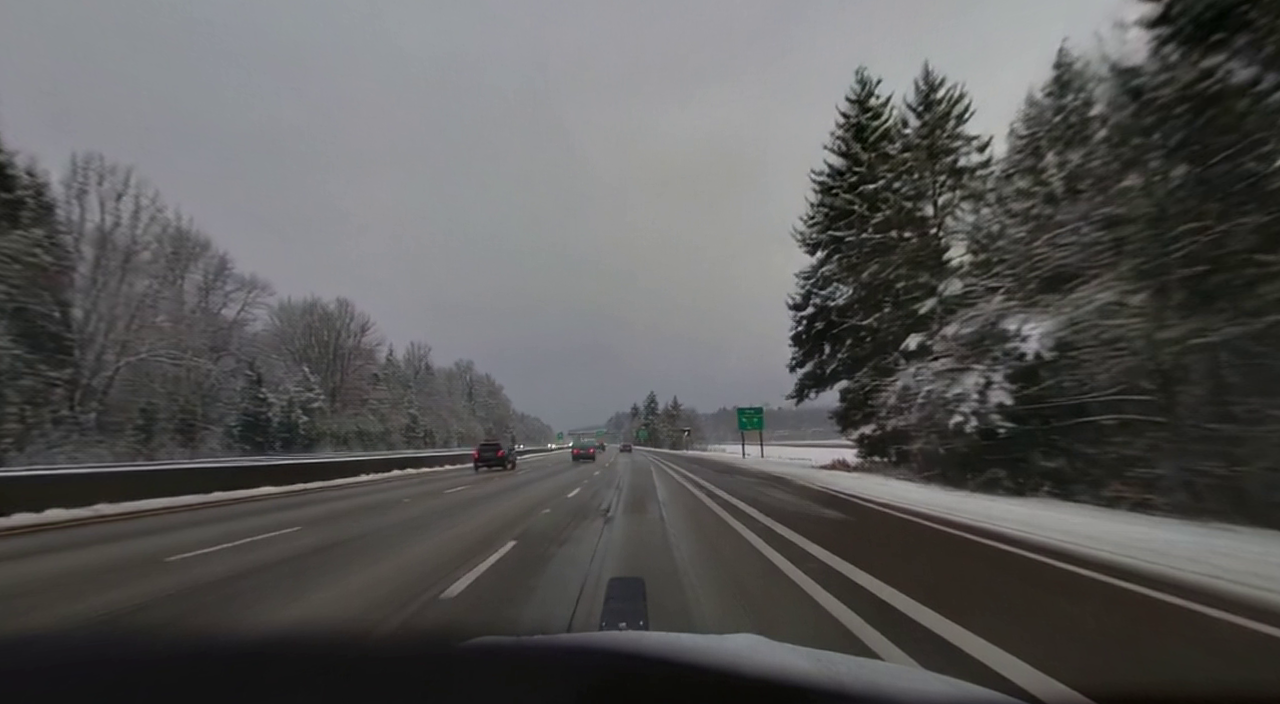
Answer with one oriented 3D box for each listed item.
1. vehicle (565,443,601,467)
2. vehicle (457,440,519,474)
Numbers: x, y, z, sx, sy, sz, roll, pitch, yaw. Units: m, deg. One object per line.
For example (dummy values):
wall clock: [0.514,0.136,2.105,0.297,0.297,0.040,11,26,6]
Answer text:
vehicle: [-3.744,6.841,41.838,2.075,1.516,4.212,0,-8,-1]
vehicle: [-7.687,5.347,32.205,2.080,1.632,4.332,0,-9,0]
